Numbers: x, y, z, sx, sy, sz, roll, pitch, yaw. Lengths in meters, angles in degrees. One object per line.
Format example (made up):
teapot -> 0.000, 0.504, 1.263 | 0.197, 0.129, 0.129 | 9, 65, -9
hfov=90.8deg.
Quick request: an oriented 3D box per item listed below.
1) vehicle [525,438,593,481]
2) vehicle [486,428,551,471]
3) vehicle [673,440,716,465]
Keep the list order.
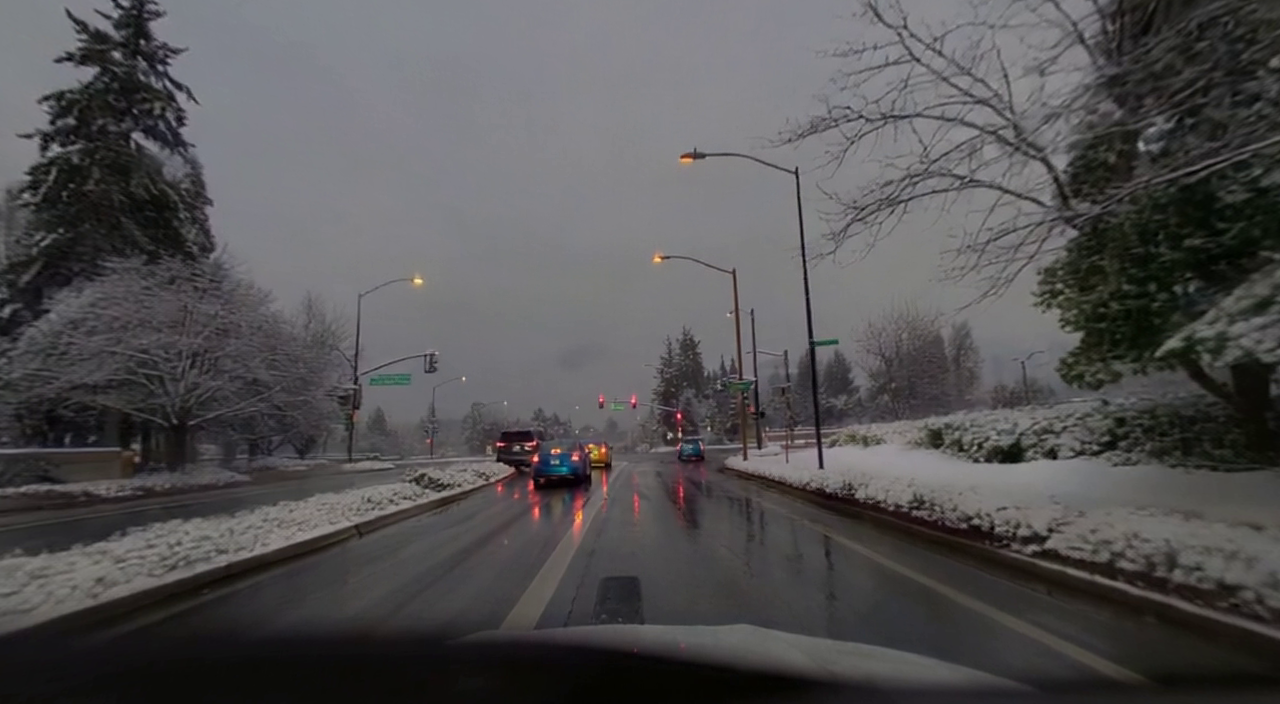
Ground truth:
vehicle -> -2.975, 4.049, 23.981 | 1.979, 1.492, 3.930 | 0, -9, 1
vehicle -> -6.161, 5.064, 32.781 | 2.390, 2.020, 5.085 | 0, -9, 0
vehicle -> 3.388, 6.139, 38.638 | 1.945, 1.410, 4.284 | -2, -9, 14
